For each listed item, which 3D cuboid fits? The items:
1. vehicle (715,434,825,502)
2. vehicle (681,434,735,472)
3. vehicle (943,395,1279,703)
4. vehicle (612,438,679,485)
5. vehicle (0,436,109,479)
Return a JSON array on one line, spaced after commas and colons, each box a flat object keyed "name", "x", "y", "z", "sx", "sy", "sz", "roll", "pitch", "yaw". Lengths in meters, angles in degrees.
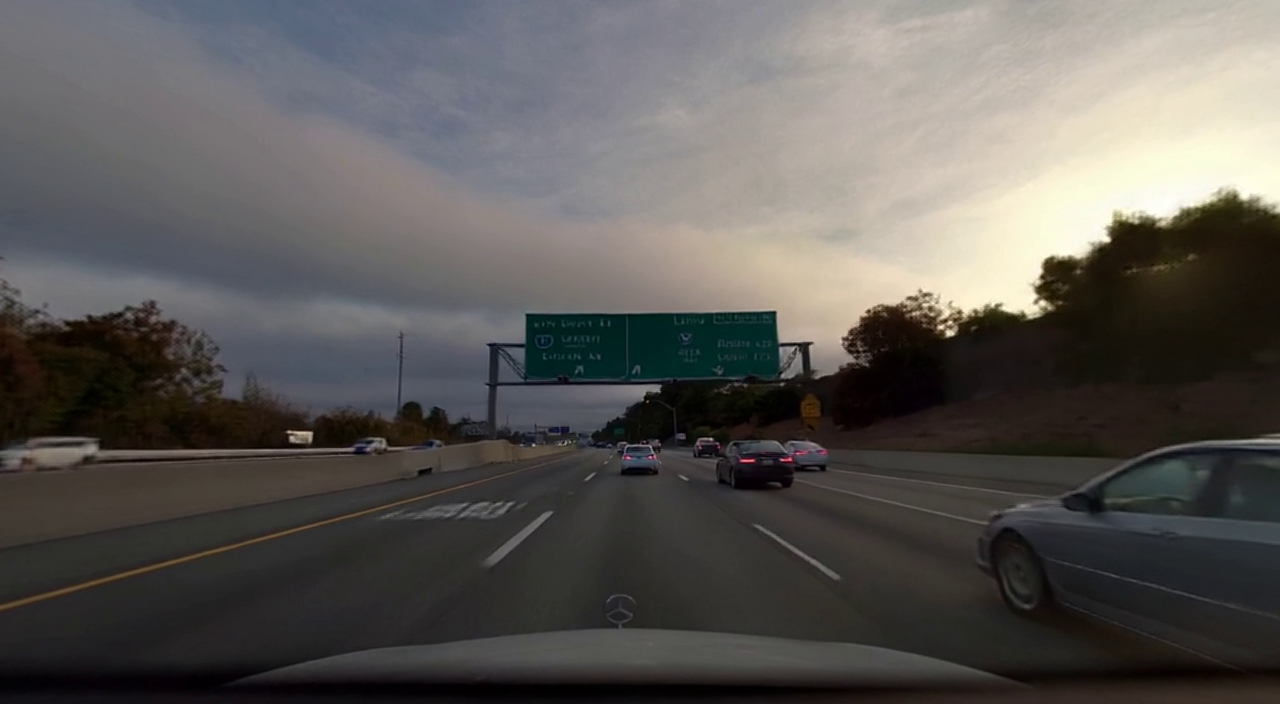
[{"name": "vehicle", "x": 3.210, "y": 2.948, "z": 16.512, "sx": 1.856, "sy": 1.517, "sz": 4.198, "roll": 0, "pitch": -8, "yaw": -2}, {"name": "vehicle", "x": 3.226, "y": 4.885, "z": 30.712, "sx": 1.997, "sy": 1.663, "sz": 4.169, "roll": 0, "pitch": -8, "yaw": -2}, {"name": "vehicle", "x": 3.481, "y": 0.963, "z": 2.699, "sx": 1.993, "sy": 1.504, "sz": 4.781, "roll": 0, "pitch": -8, "yaw": 0}, {"name": "vehicle", "x": 0.120, "y": 3.750, "z": 21.963, "sx": 2.098, "sy": 1.475, "sz": 3.997, "roll": 0, "pitch": -8, "yaw": -2}, {"name": "vehicle", "x": -25.729, "y": 4.425, "z": 26.768, "sx": 2.105, "sy": 1.666, "sz": 4.914, "roll": 0, "pitch": -8, "yaw": 0}]
